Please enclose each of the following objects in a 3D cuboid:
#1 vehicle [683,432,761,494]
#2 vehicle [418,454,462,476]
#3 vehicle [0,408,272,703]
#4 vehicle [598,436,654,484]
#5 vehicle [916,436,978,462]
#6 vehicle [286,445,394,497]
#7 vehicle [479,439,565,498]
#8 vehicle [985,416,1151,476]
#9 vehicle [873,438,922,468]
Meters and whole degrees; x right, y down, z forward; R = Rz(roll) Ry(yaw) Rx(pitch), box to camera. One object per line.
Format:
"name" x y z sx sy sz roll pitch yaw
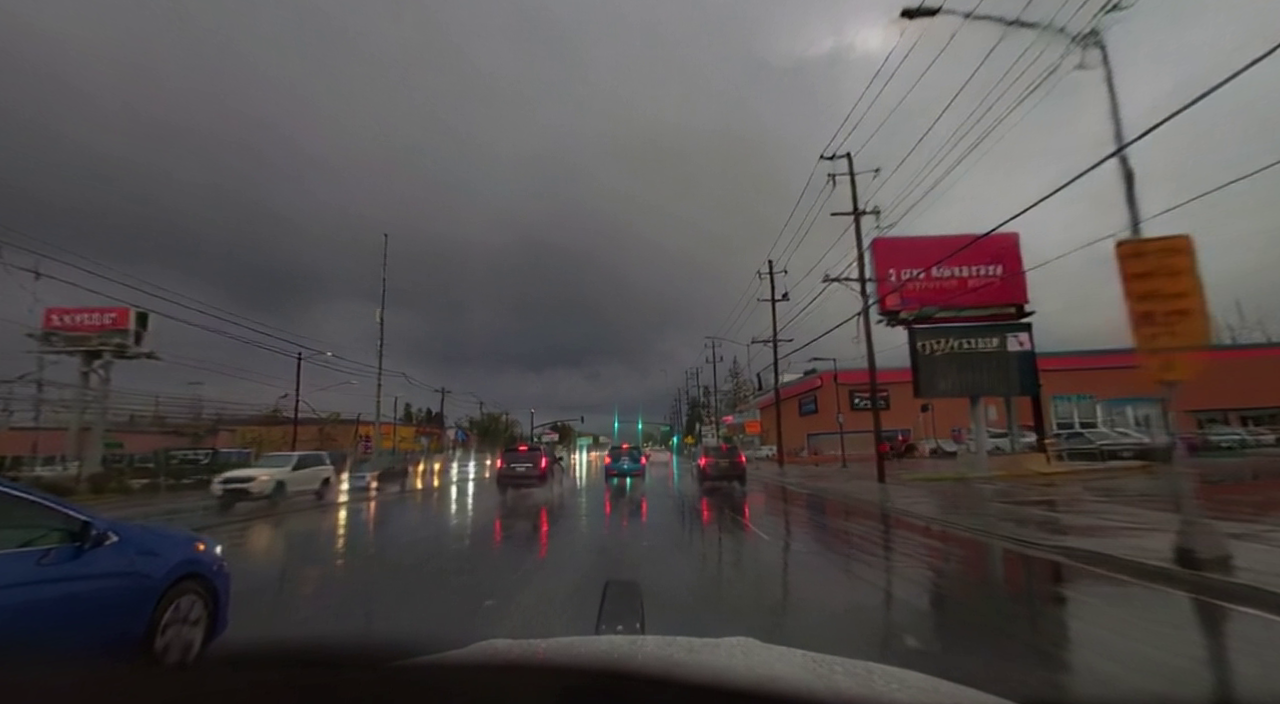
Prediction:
"vehicle" 2.722 3.812 21.967 2.026 1.904 4.102 0 -9 -2
"vehicle" -15.490 8.759 49.139 1.986 1.553 4.640 0 -9 -1
"vehicle" -3.397 0.887 1.812 2.022 1.498 4.471 0 -9 -1
"vehicle" -0.641 4.781 28.149 2.326 1.925 4.253 0 -9 -2
"vehicle" 19.266 6.120 39.821 1.883 1.499 4.403 -1 -9 3
"vehicle" -11.297 4.493 24.211 2.016 1.773 4.433 0 -9 -2
"vehicle" -3.671 3.706 20.433 2.051 1.671 3.861 0 -9 0
"vehicle" 16.117 3.652 24.393 2.409 1.981 5.809 -2 -9 1
"vehicle" 14.781 5.777 36.117 1.990 1.597 4.475 -5 -10 29
